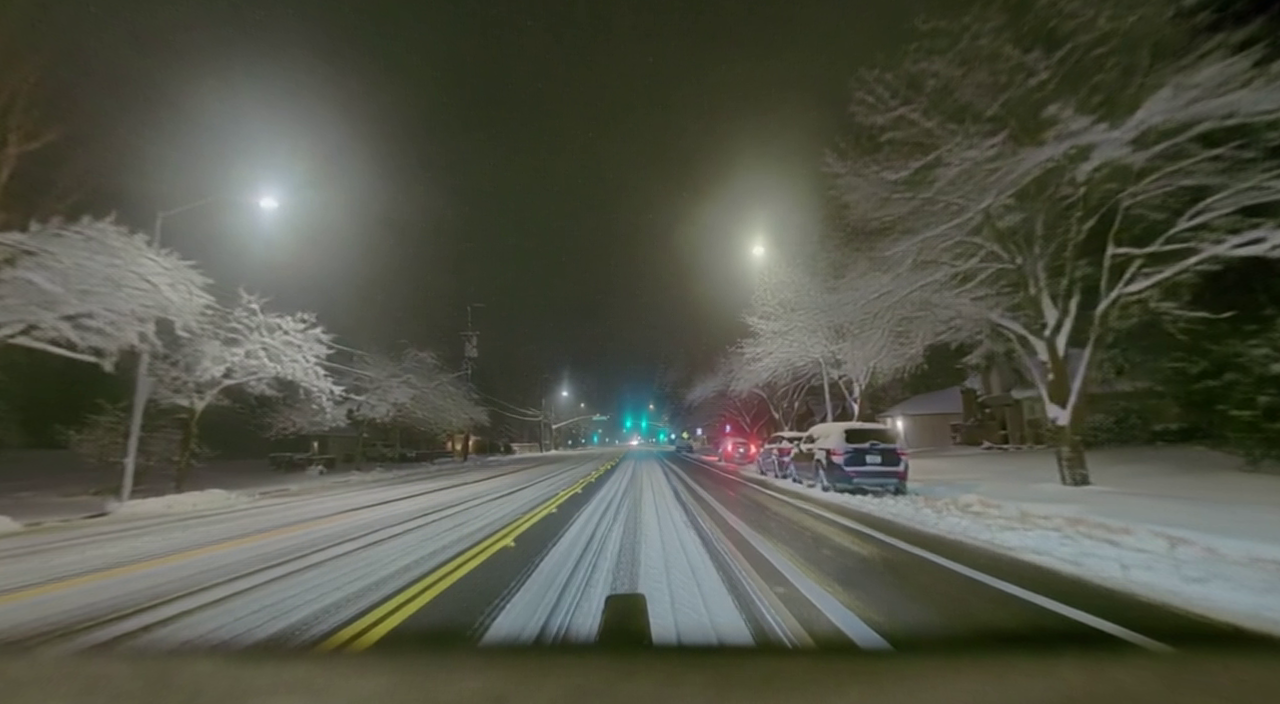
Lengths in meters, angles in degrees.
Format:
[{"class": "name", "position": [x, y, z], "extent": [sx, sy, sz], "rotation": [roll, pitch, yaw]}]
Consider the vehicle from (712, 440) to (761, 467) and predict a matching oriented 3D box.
[{"class": "vehicle", "position": [5.503, 5.812, 36.372], "extent": [1.935, 1.453, 4.488], "rotation": [0, -8, -2]}]

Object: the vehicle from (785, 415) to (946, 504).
[{"class": "vehicle", "position": [5.124, 2.534, 15.185], "extent": [2.160, 1.800, 4.646], "rotation": [0, -8, 1]}]
